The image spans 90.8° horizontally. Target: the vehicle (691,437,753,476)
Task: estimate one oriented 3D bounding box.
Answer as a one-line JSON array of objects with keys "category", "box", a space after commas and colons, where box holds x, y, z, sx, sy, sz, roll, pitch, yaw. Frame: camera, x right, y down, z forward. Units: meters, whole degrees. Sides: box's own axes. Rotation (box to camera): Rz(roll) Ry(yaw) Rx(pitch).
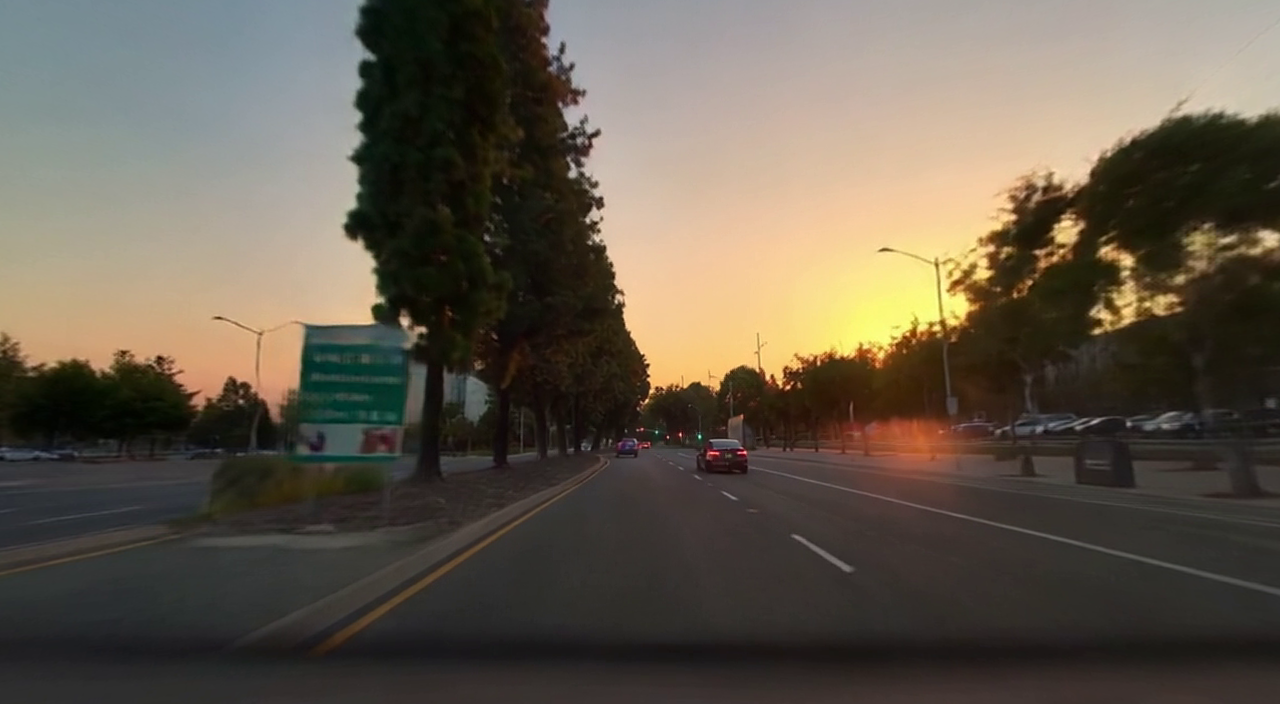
[{"category": "vehicle", "box": [3.414, 4.444, 27.134, 1.948, 1.479, 4.620, 0, -8, -1]}]
